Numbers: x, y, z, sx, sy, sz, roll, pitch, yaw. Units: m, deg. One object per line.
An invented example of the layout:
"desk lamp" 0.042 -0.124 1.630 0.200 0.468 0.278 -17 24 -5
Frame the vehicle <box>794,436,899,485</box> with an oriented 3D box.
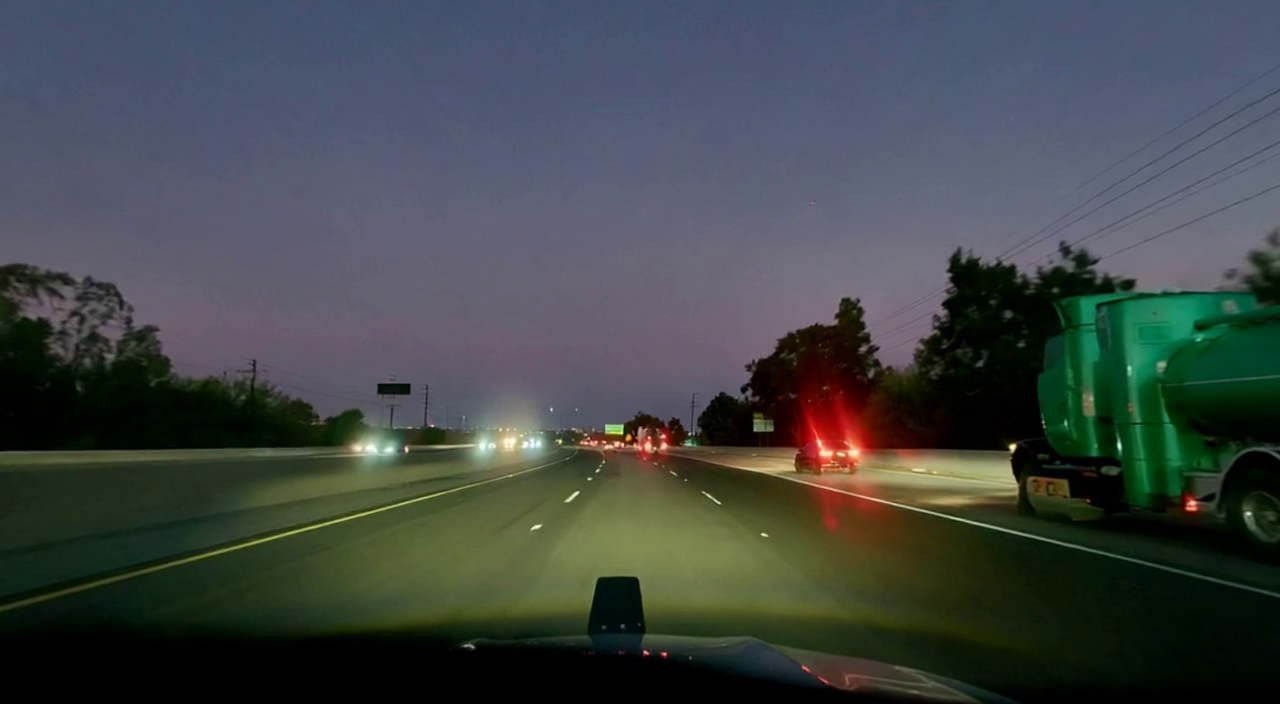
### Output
"vehicle" 6.883 3.658 21.601 1.905 1.480 4.624 0 -8 -2
